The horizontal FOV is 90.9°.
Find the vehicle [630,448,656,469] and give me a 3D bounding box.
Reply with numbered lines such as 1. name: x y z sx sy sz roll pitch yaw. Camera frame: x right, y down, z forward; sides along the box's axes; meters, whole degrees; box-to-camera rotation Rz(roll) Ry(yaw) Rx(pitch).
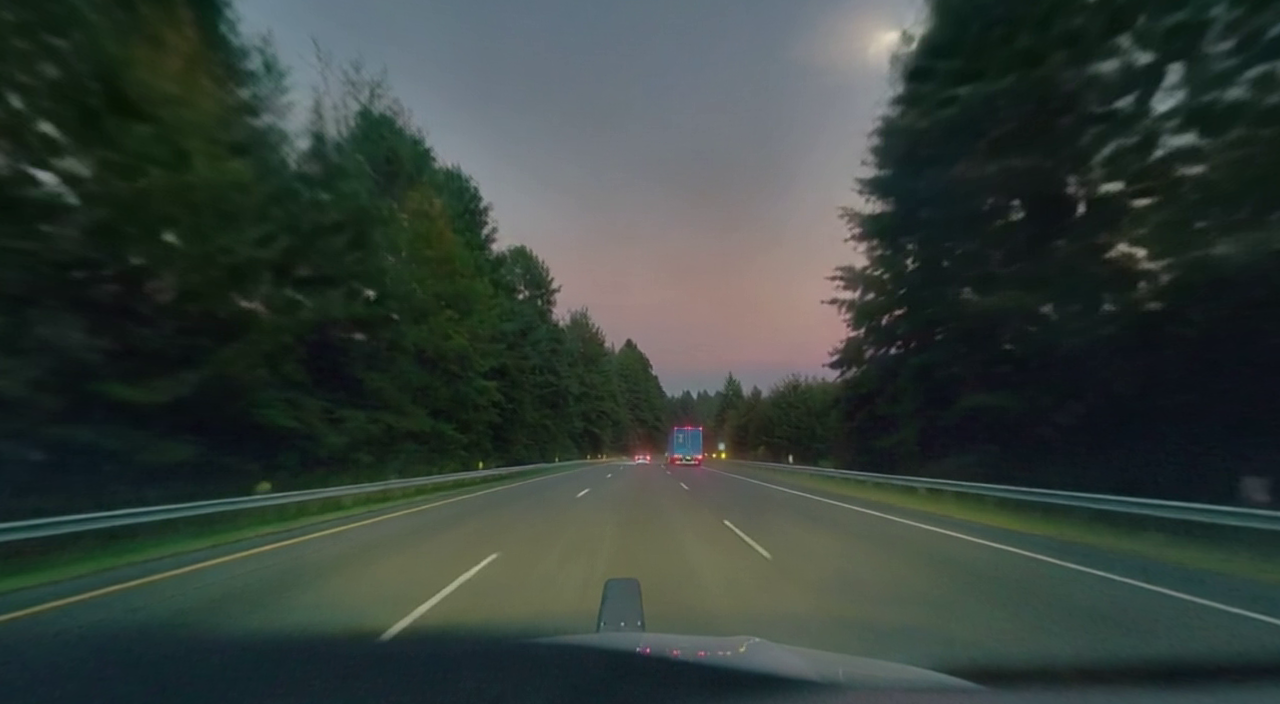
1. vehicle: 0.237 8.022 47.466 1.900 1.497 3.732 0 -9 1

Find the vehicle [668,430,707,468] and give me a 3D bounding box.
1. vehicle: 3.666 7.685 49.947 2.572 2.795 5.978 0 -9 -1
